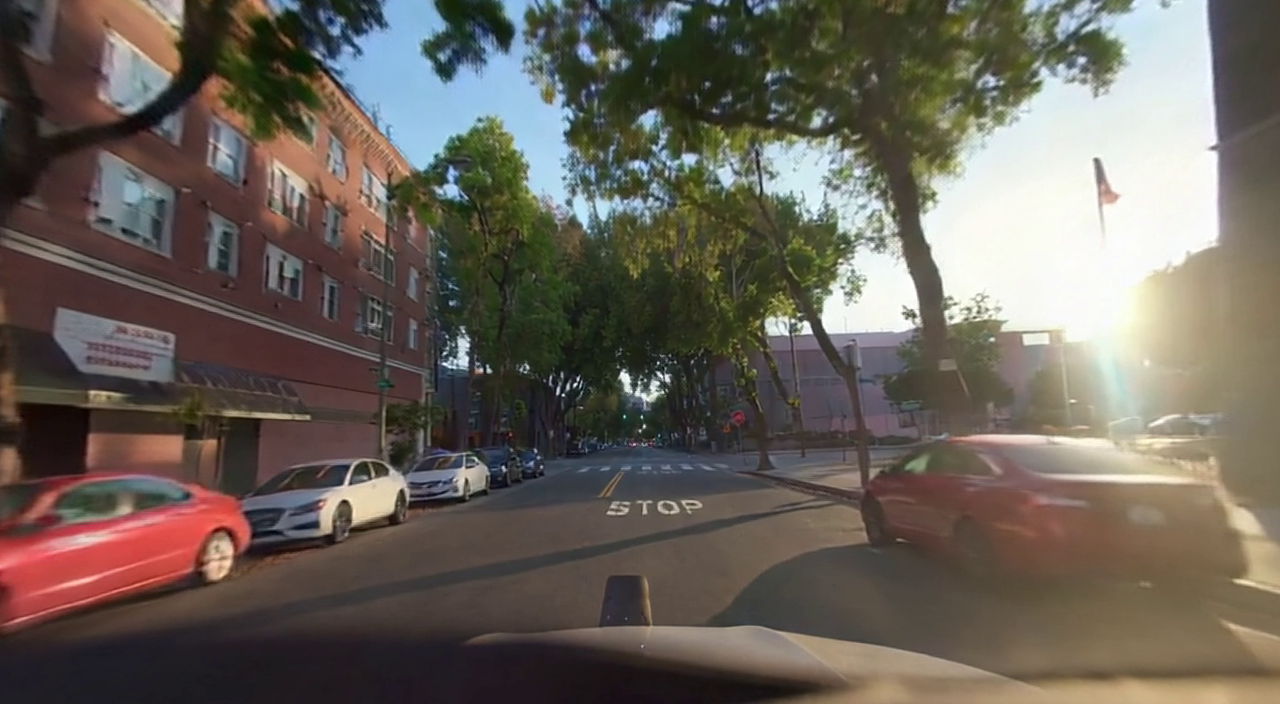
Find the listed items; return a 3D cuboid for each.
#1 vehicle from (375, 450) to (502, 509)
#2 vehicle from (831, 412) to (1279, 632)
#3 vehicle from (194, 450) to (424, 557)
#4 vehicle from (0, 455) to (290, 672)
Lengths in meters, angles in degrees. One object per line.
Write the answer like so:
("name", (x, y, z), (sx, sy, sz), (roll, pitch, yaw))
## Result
("vehicle", (-5.566, 3.563, 18.134), (2.131, 1.407, 4.547), (0, -8, 0))
("vehicle", (3.784, 1.520, 6.705), (1.978, 1.554, 4.192), (0, -8, -3))
("vehicle", (-5.548, 2.543, 11.351), (1.834, 1.463, 4.337), (0, -8, -1))
("vehicle", (-5.503, 1.724, 5.692), (1.873, 1.448, 5.013), (0, -8, -1))
